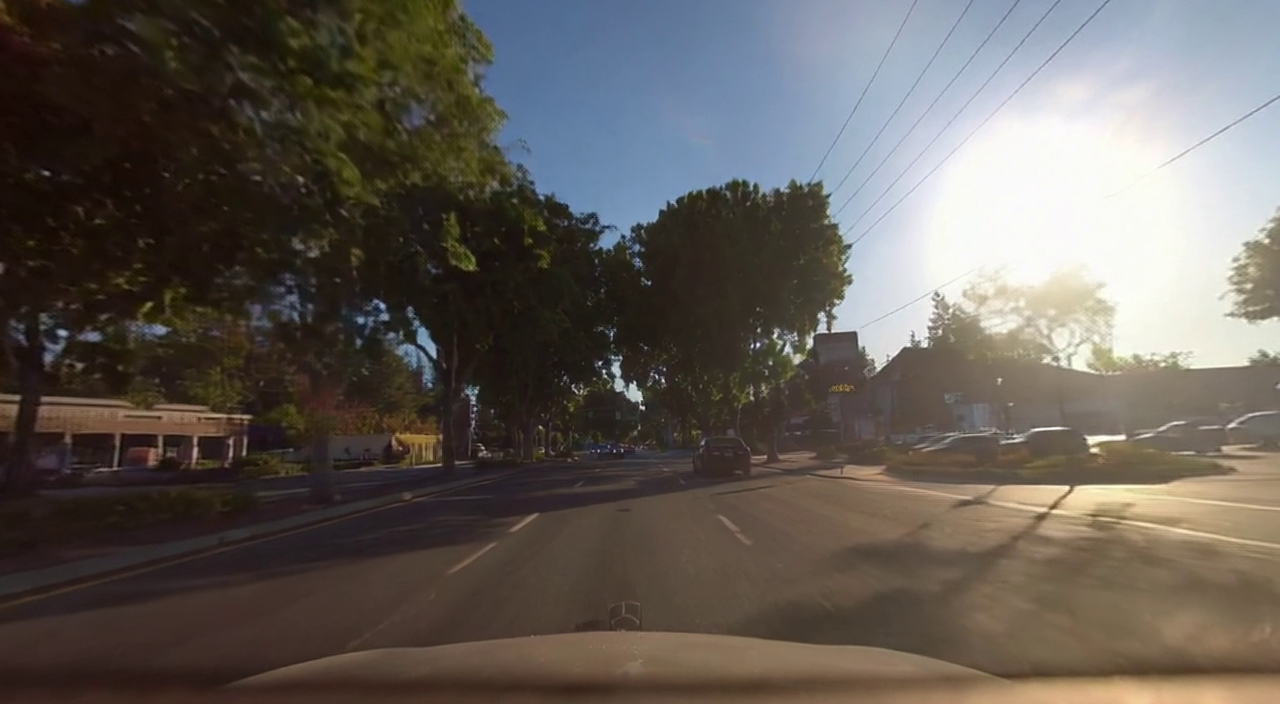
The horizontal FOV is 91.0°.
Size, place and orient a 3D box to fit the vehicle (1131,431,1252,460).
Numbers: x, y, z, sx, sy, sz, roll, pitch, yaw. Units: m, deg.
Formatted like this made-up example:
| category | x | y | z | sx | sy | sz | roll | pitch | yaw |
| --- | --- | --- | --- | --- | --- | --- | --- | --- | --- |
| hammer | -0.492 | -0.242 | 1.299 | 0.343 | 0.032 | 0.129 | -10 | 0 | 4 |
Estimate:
| category | x | y | z | sx | sy | sz | roll | pitch | yaw |
| --- | --- | --- | --- | --- | --- | --- | --- | --- | --- |
| vehicle | 28.151 | 4.791 | 32.309 | 4.089 | 1.389 | 2.050 | -2 | -8 | 17 |

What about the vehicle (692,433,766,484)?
| category | x | y | z | sx | sy | sz | roll | pitch | yaw |
| --- | --- | --- | --- | --- | --- | --- | --- | --- | --- |
| vehicle | 3.243 | 4.006 | 23.957 | 2.083 | 1.743 | 4.354 | 0 | -8 | -1 |
